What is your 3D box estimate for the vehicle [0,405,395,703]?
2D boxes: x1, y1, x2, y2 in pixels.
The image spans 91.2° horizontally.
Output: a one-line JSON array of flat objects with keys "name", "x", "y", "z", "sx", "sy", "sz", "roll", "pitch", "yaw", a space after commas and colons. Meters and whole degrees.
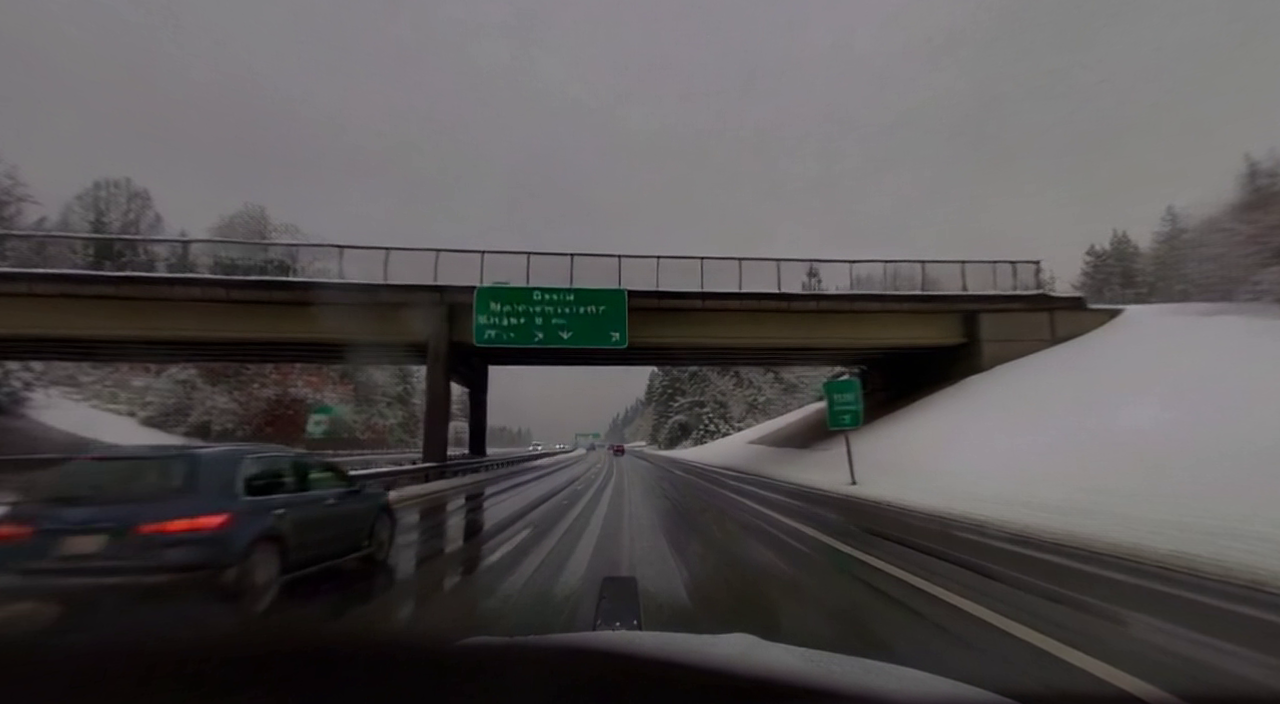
[{"name": "vehicle", "x": -4.000, "y": 1.381, "z": 5.213, "sx": 2.047, "sy": 1.519, "sz": 4.832, "roll": -1, "pitch": -9, "yaw": -1}]
